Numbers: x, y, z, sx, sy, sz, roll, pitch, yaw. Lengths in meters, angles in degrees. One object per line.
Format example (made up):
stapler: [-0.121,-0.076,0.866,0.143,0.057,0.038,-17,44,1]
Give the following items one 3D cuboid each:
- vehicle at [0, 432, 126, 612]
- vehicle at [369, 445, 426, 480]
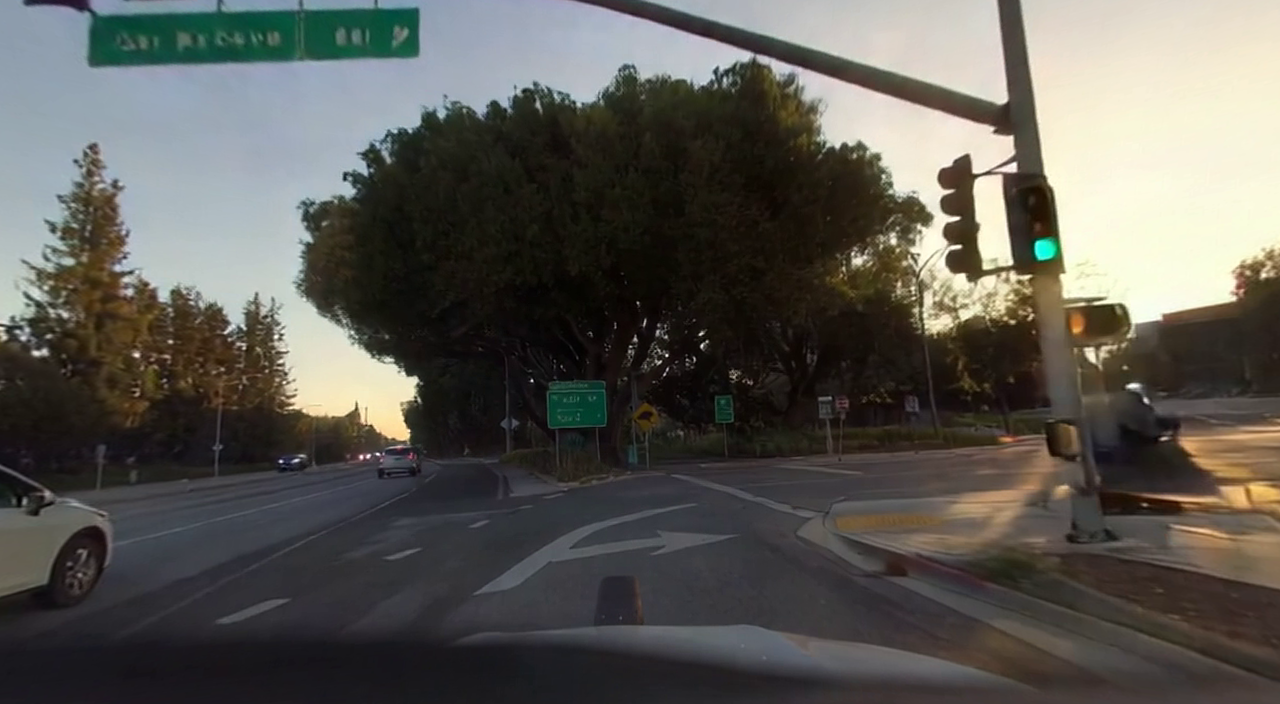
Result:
vehicle: [-6.366,1.366,4.741,1.936,1.542,4.336,1,-9,-10]
vehicle: [-12.911,5.879,33.955,2.134,1.707,4.471,1,-9,-12]
